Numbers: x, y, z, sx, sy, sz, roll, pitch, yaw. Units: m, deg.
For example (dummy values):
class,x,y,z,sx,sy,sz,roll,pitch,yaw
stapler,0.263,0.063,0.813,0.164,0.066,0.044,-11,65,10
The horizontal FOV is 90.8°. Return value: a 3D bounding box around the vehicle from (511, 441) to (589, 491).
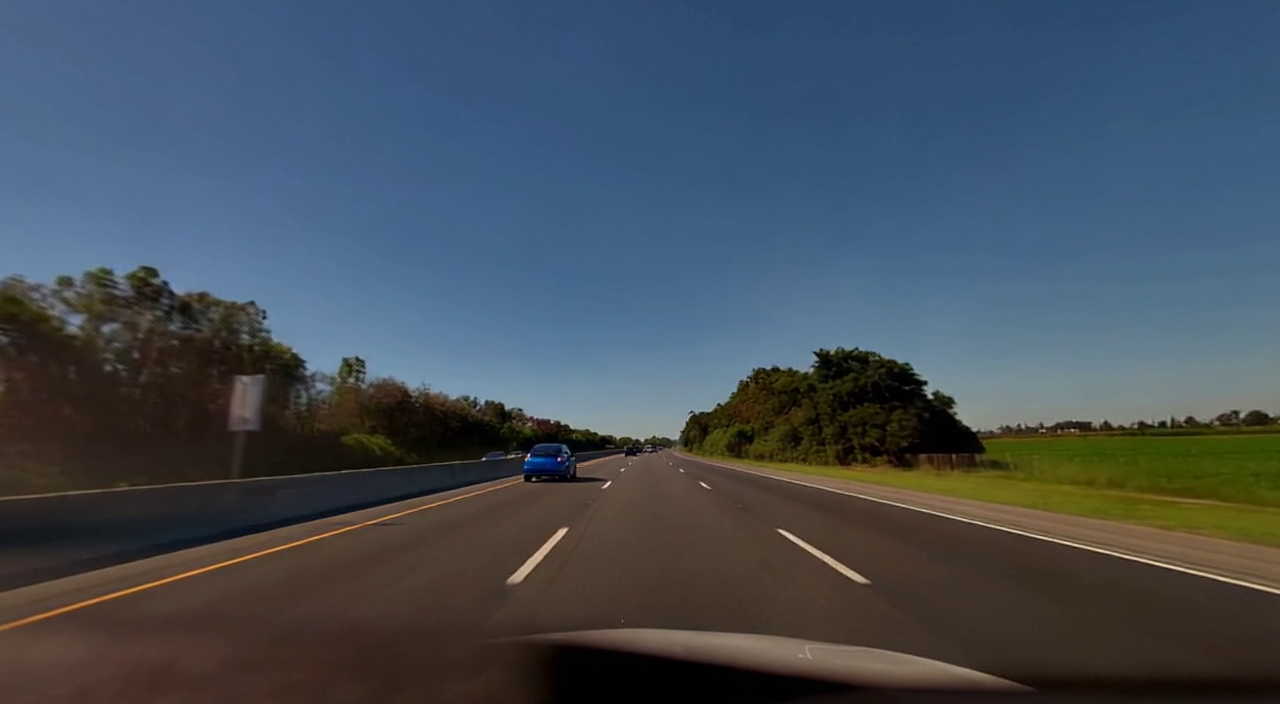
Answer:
class,x,y,z,sx,sy,sz,roll,pitch,yaw
vehicle,-2.951,3.846,21.583,1.945,1.537,4.294,0,-9,1
